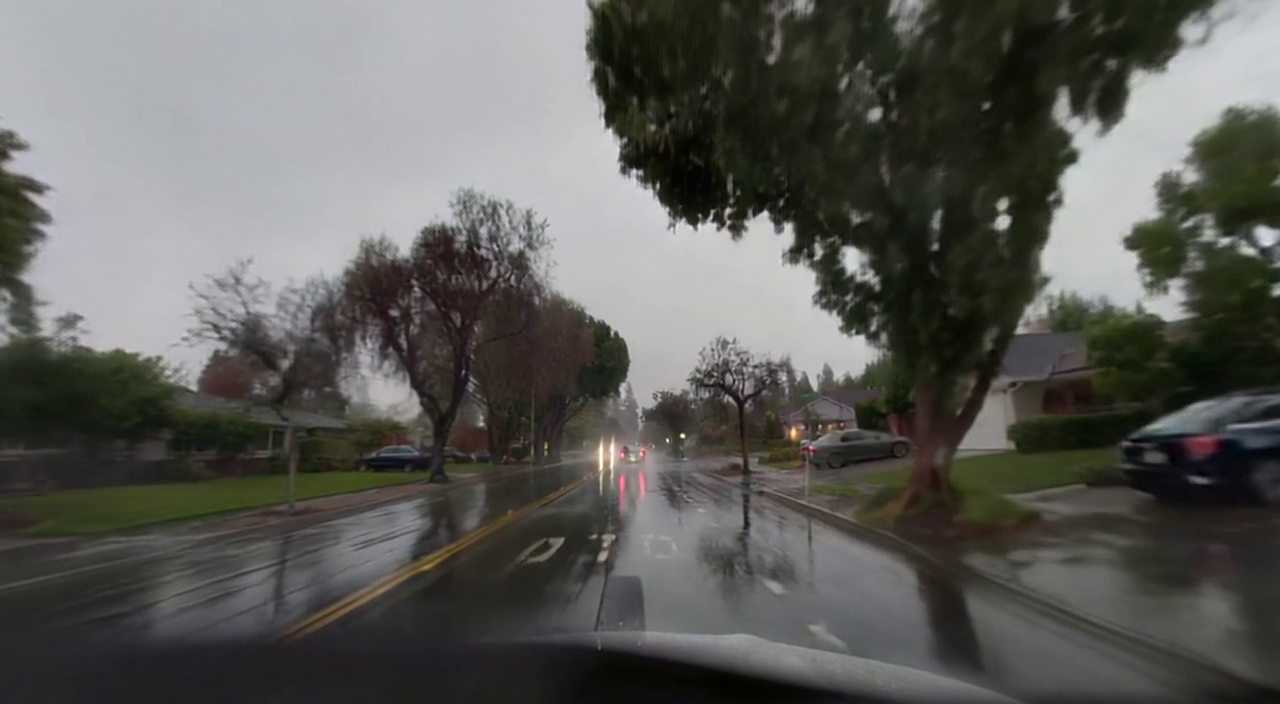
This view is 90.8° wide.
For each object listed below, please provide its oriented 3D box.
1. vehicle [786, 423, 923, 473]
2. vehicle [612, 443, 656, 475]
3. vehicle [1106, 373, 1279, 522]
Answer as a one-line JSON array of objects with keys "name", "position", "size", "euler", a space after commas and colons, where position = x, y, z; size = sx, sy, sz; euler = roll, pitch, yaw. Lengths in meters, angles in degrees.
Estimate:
[{"name": "vehicle", "position": [8.689, 3.940, 25.936], "size": [4.740, 1.467, 2.074], "euler": [-6, -8, -3]}, {"name": "vehicle", "position": [-0.307, 5.443, 32.325], "size": [2.098, 1.483, 4.099], "euler": [0, -9, 0]}, {"name": "vehicle", "position": [9.524, 1.126, 8.643], "size": [4.634, 1.723, 1.966], "euler": [-4, -8, -2]}]
